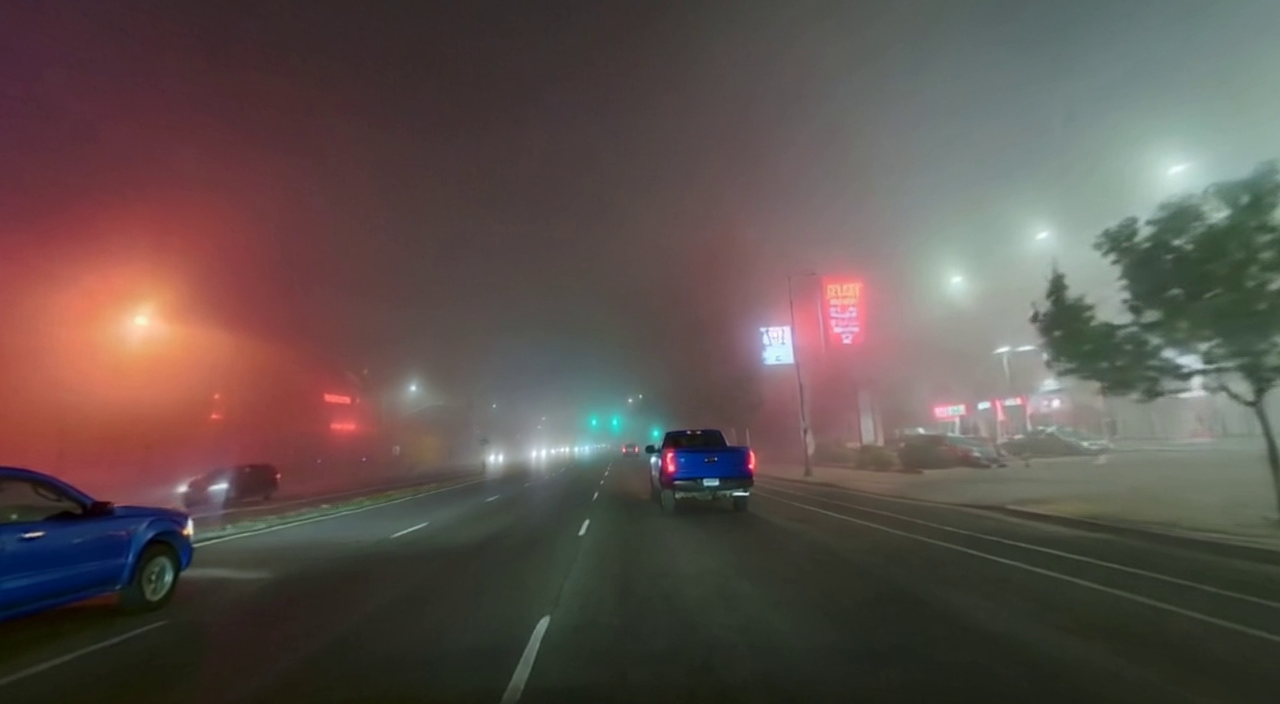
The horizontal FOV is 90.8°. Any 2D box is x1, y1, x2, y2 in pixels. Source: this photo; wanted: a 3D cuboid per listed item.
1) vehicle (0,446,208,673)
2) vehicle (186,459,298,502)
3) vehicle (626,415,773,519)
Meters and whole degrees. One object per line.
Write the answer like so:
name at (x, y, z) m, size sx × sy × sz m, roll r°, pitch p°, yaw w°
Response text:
vehicle at (-5.001, 1.270, 3.656) m, size 1.888 × 1.424 × 4.553 m, roll 0°, pitch -9°, yaw -2°
vehicle at (-16.557, 5.344, 26.609) m, size 1.955 × 1.562 × 4.340 m, roll 0°, pitch -9°, yaw -1°
vehicle at (1.077, 2.625, 14.942) m, size 2.590 × 1.932 × 5.776 m, roll 0°, pitch -9°, yaw -3°
